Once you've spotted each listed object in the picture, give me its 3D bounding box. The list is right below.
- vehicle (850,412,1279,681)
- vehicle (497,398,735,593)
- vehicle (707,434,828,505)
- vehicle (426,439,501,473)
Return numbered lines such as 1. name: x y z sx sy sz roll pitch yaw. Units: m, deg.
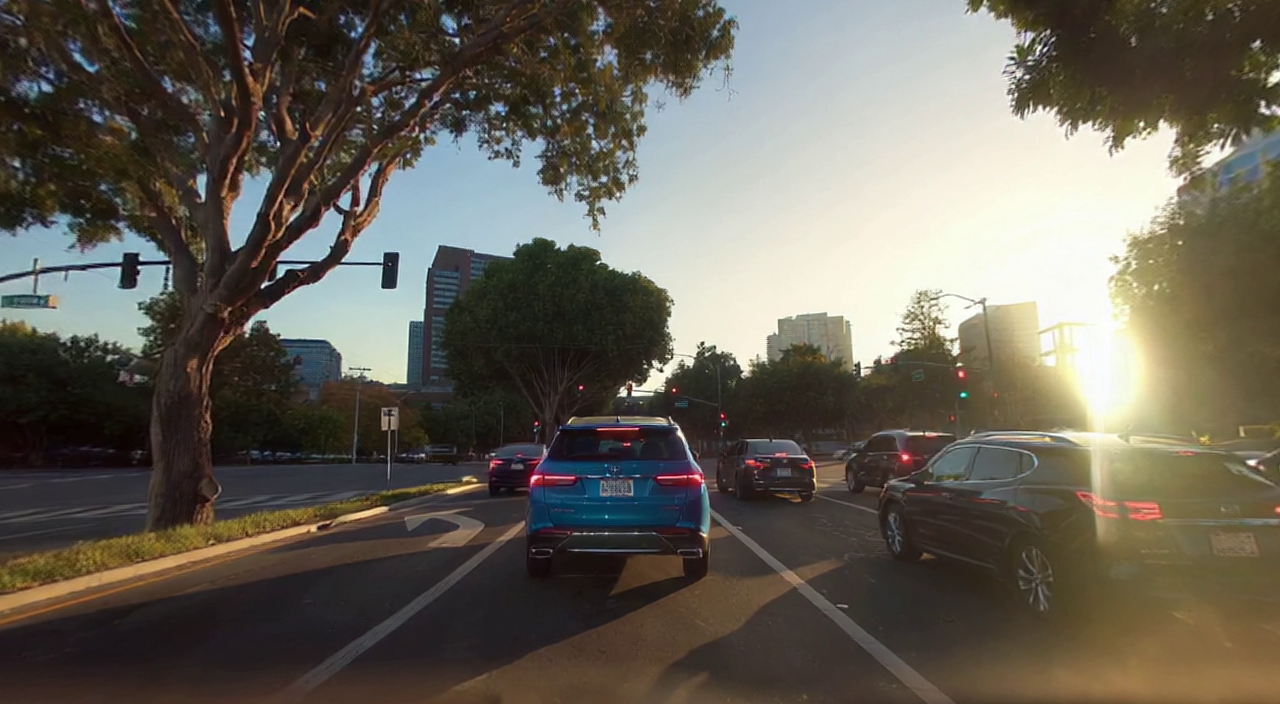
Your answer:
1. vehicle: 3.617 1.395 5.699 1.861 1.478 4.185 0 -8 -2
2. vehicle: -0.267 1.556 7.632 2.101 1.707 3.904 0 -8 -2
3. vehicle: 2.979 2.848 15.774 1.950 1.506 4.086 0 -8 -3
4. vehicle: -10.178 5.920 36.186 2.186 1.794 4.972 7 -11 -40
